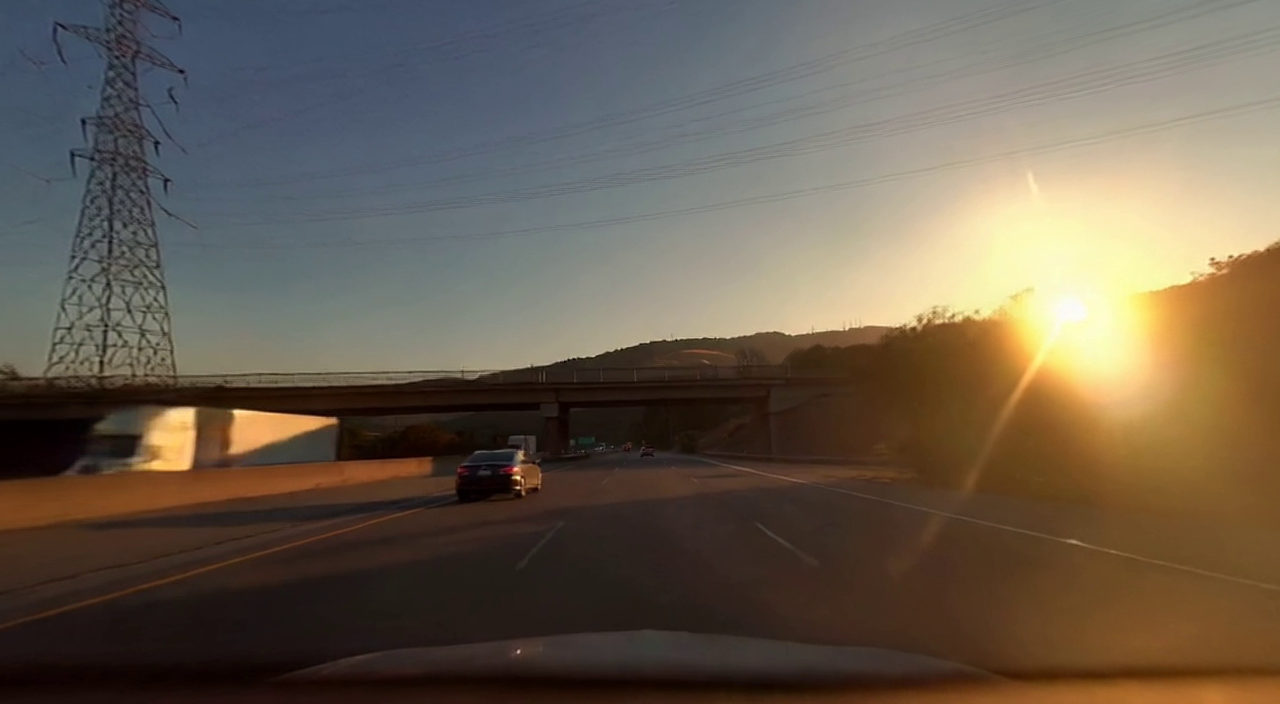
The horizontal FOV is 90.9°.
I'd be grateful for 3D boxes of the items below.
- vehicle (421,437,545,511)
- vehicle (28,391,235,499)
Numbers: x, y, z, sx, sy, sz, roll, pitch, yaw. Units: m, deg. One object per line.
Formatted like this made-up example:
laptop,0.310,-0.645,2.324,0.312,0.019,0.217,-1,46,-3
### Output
vehicle,-3.648,2.913,15.491,1.924,1.550,4.165,0,-9,1
vehicle,-20.037,3.766,25.488,2.990,3.801,6.155,0,-9,0
